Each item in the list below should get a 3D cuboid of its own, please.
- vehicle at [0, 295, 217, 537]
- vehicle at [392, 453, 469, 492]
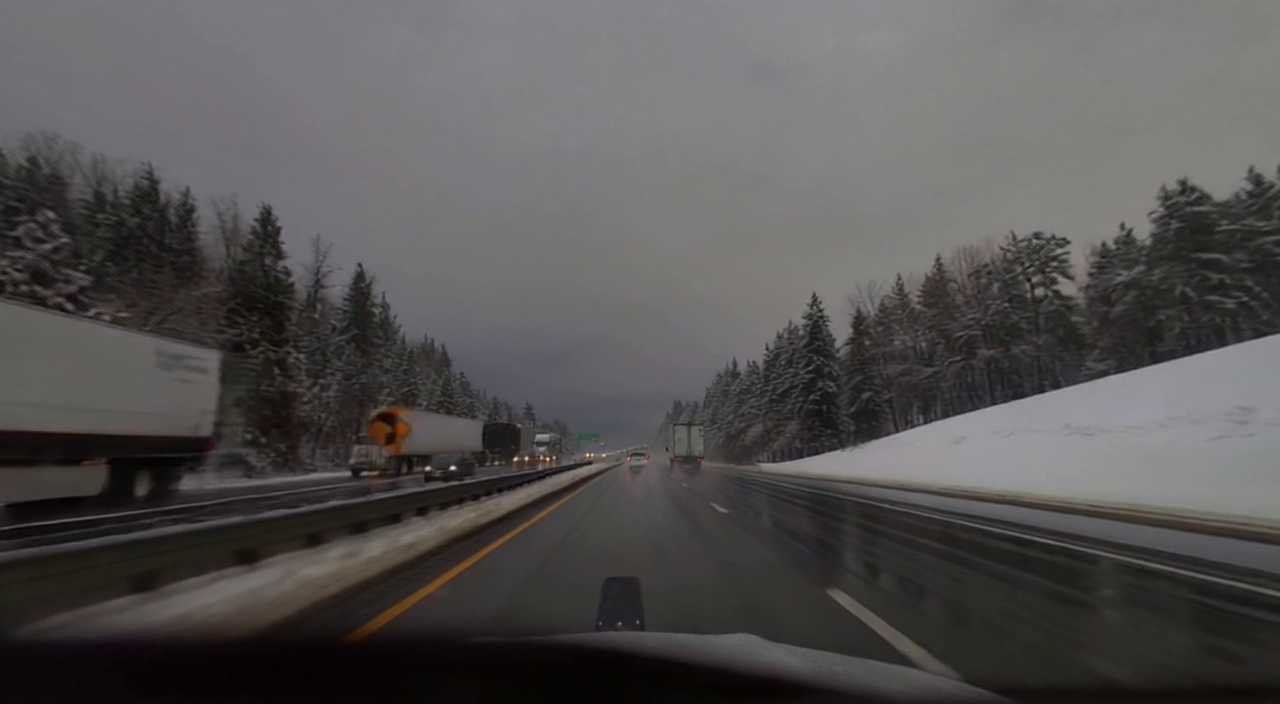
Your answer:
[{"bbox_3d":[-12.367,0.839,9.044,2.839,4.089,14.047,0,-9,0],"label":"vehicle"},{"bbox_3d":[-8.633,4.982,26.369,1.844,1.467,3.930,1,-9,0],"label":"vehicle"}]
